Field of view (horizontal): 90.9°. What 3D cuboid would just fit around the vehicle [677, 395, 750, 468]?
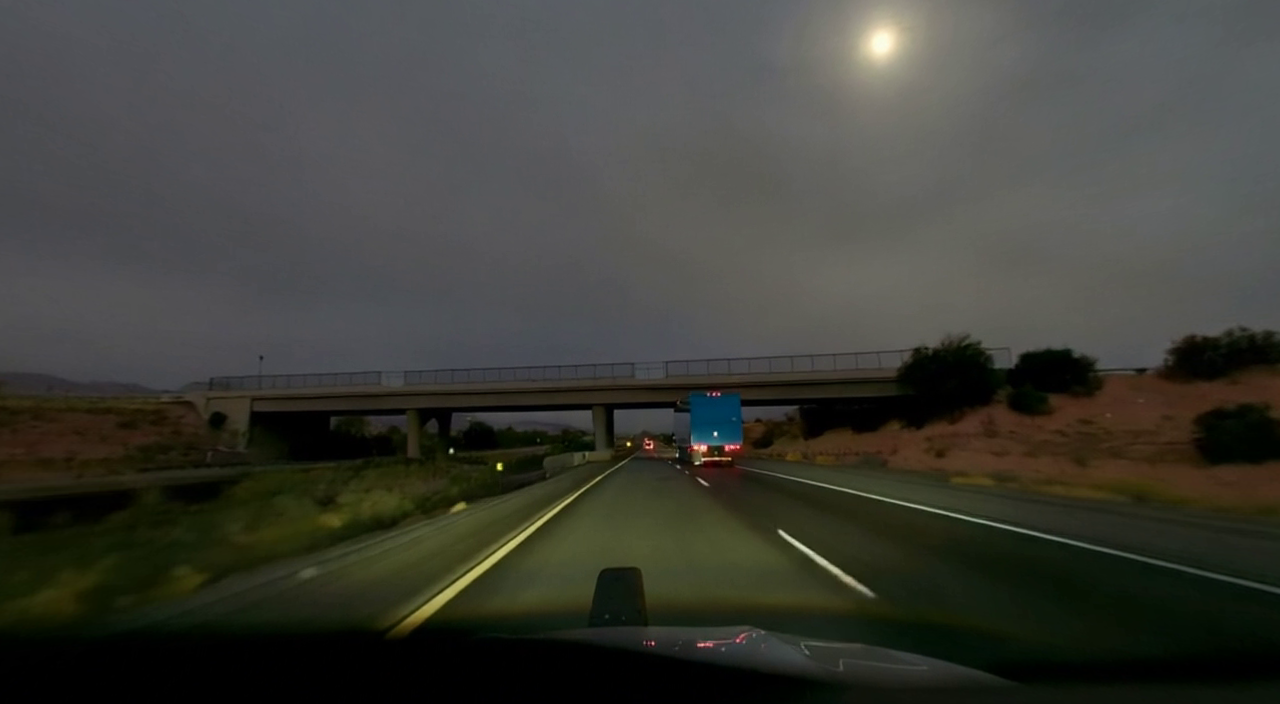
[{"bbox_3d":[4.171,4.914,38.391,3.024,3.834,10.128,0,-8,-1],"label":"vehicle"}]
